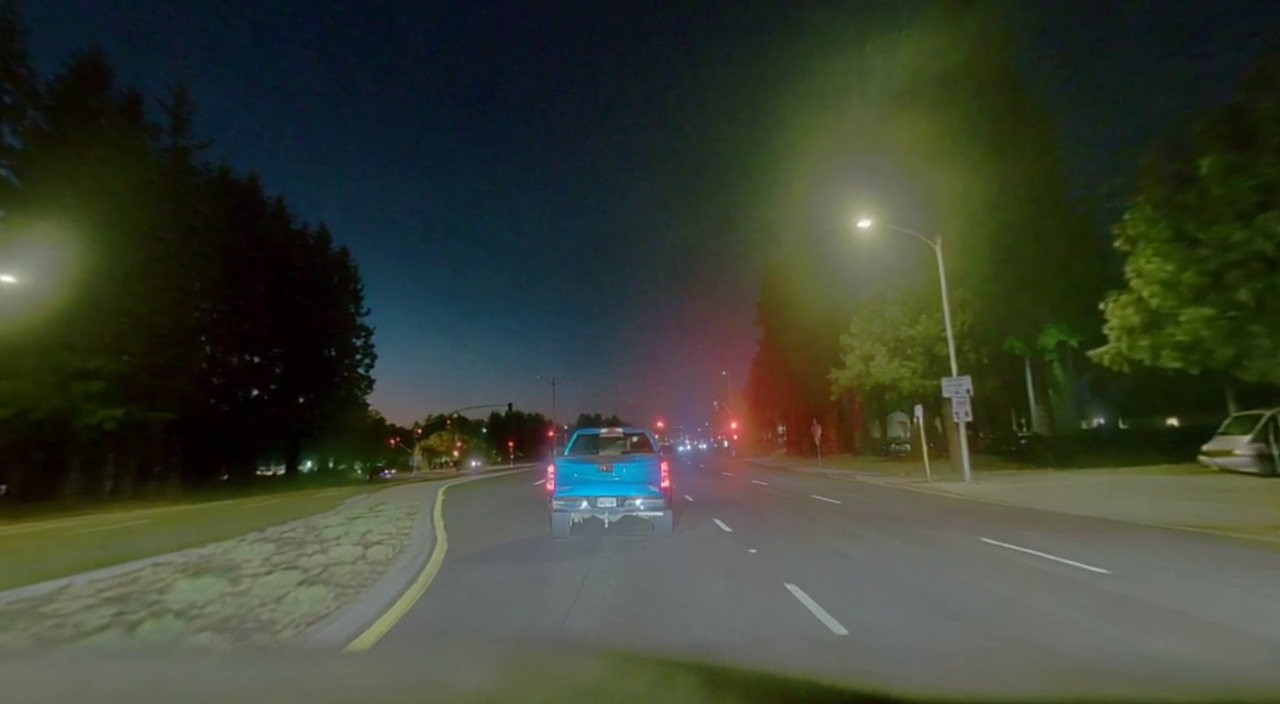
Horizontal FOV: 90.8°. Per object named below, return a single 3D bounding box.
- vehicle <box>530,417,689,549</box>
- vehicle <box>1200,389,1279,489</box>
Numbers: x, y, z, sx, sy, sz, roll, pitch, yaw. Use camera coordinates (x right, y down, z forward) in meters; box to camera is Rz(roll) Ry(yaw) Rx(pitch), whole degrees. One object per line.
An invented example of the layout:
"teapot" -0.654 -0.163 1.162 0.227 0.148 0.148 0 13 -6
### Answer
"vehicle" -0.459 2.127 10.982 2.145 1.762 4.731 0 -8 -1
"vehicle" 16.572 2.255 16.591 1.862 2.438 1.649 -2 -9 -14
